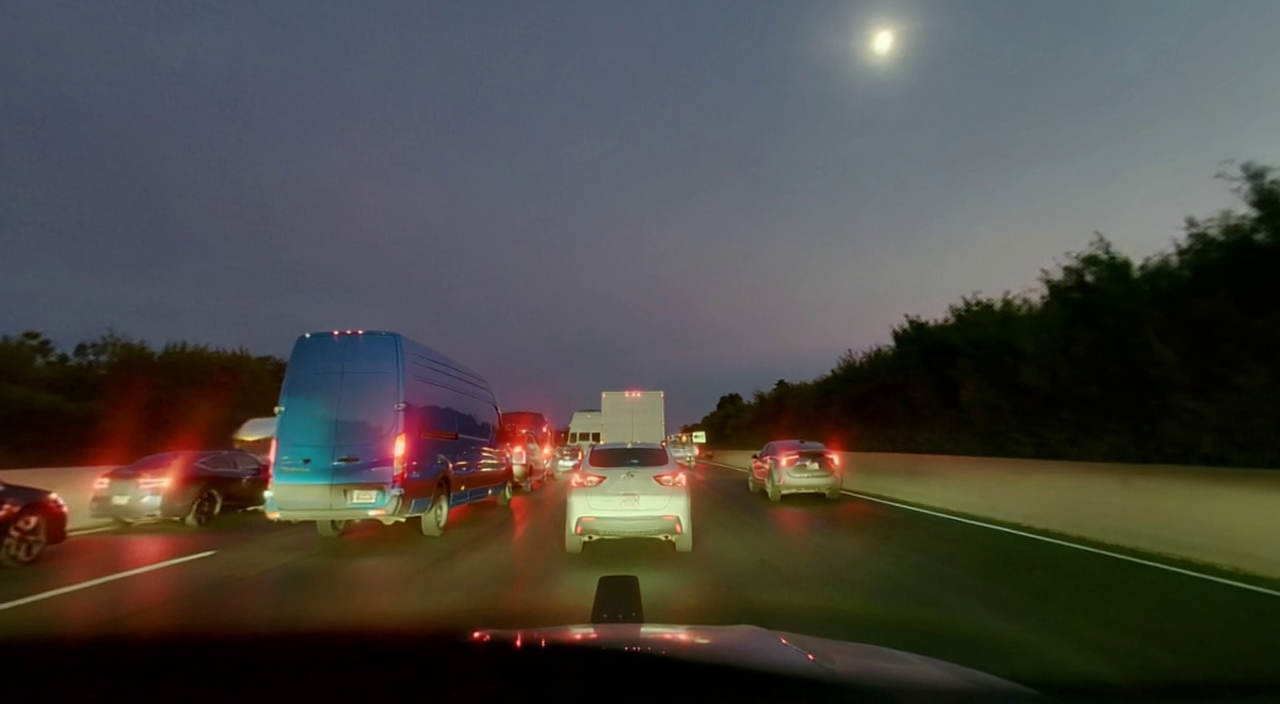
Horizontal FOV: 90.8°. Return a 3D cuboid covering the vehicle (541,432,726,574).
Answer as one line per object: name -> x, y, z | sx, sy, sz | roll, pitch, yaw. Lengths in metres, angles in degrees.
vehicle -> -0.097, 1.905, 8.604 | 1.995, 1.495, 3.380 | 0, -9, -1

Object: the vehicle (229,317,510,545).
vehicle -> -4.083, 1.472, 11.356 | 2.254, 2.879, 6.656 | 0, -9, -2

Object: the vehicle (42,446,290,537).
vehicle -> -8.905, 2.600, 12.393 | 1.797, 1.466, 3.924 | 0, -9, 0
